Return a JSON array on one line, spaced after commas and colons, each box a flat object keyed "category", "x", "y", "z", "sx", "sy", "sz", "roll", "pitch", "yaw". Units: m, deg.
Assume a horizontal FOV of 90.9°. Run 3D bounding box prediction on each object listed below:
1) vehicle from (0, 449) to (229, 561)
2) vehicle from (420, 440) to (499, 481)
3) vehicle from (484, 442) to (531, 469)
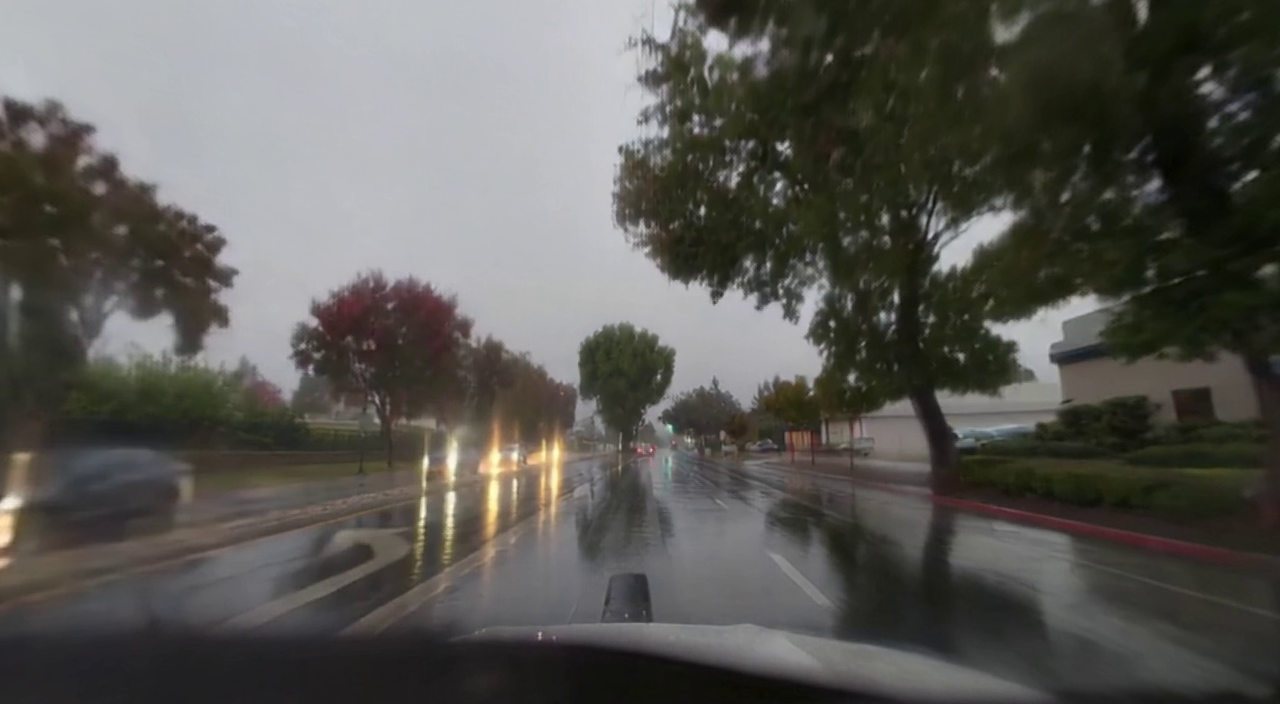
[{"category": "vehicle", "x": -9.965, "y": 2.482, "z": 10.964, "sx": 2.084, "sy": 1.517, "sz": 5.096, "roll": -1, "pitch": -8, "yaw": 2}, {"category": "vehicle", "x": -8.500, "y": 5.127, "z": 30.165, "sx": 2.250, "sy": 1.747, "sz": 4.492, "roll": -1, "pitch": -8, "yaw": 2}, {"category": "vehicle", "x": -9.268, "y": 7.256, "z": 44.479, "sx": 2.230, "sy": 1.777, "sz": 4.797, "roll": -1, "pitch": -8, "yaw": 1}]
